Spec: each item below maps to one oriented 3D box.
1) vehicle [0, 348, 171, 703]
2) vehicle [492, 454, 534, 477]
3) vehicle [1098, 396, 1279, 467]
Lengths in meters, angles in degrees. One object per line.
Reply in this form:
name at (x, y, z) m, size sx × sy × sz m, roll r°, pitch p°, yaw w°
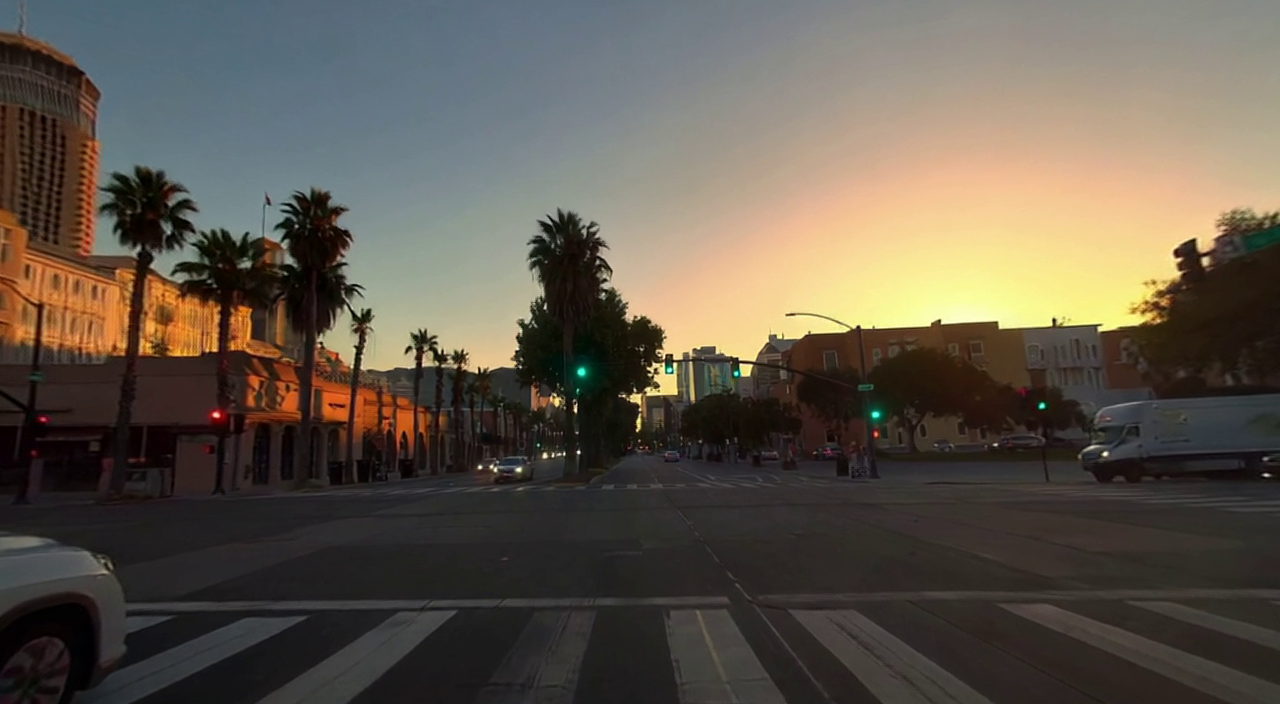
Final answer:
vehicle at (-3.477, 0.613, 0.925) m, size 2.026 × 1.723 × 4.832 m, roll 0°, pitch -9°, yaw -3°
vehicle at (-9.032, 8.123, 45.334) m, size 2.095 × 1.482 × 4.523 m, roll 0°, pitch -9°, yaw 0°
vehicle at (32.586, 4.794, 37.345) m, size 2.863 × 3.609 × 10.252 m, roll 0°, pitch -9°, yaw -3°
